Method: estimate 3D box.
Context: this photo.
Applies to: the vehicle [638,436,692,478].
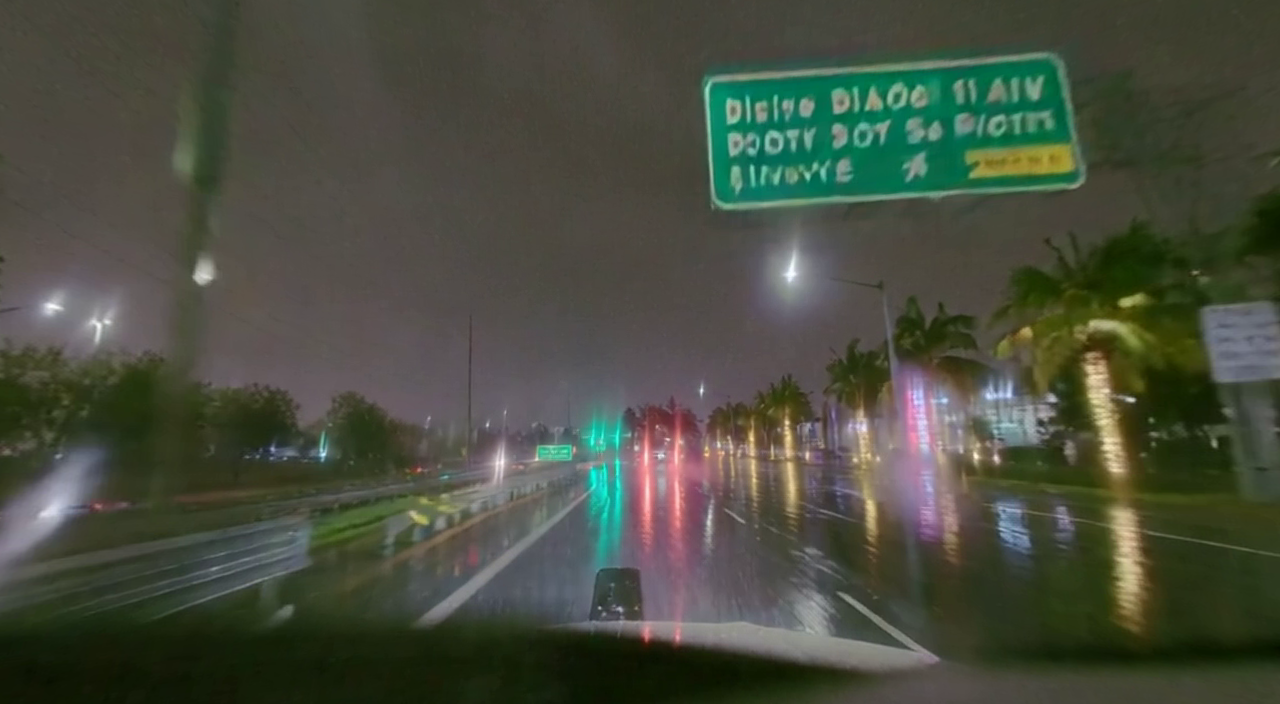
[{"bbox_3d":[1.068,4.779,28.812,2.089,1.718,4.193,0,-9,-3],"label":"vehicle"}]
